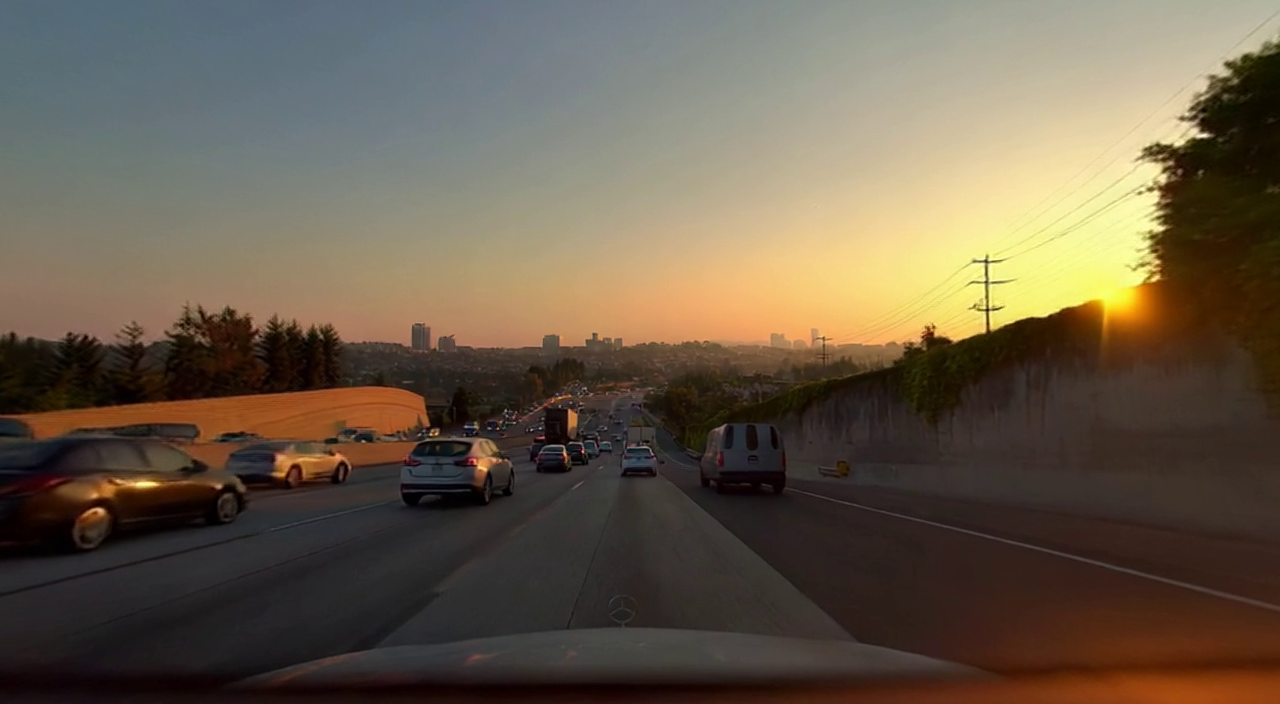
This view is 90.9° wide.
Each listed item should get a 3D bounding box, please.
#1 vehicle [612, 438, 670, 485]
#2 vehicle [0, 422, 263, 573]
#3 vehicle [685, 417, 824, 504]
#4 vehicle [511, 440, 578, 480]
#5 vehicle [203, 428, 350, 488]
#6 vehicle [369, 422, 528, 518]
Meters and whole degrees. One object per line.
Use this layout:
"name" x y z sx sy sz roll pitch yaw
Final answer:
"vehicle" 0.049 4.199 24.526 2.092 1.671 3.889 0 -8 1
"vehicle" -7.491 1.773 8.402 1.985 1.529 4.710 0 -8 1
"vehicle" 3.028 3.086 18.437 2.793 2.132 5.682 0 -8 -2
"vehicle" -3.889 4.481 26.549 2.049 1.530 4.707 0 -8 1
"vehicle" -11.244 3.301 19.984 1.897 1.655 4.543 0 -8 1
"vehicle" -3.903 2.484 13.822 2.026 1.719 4.490 0 -8 0
